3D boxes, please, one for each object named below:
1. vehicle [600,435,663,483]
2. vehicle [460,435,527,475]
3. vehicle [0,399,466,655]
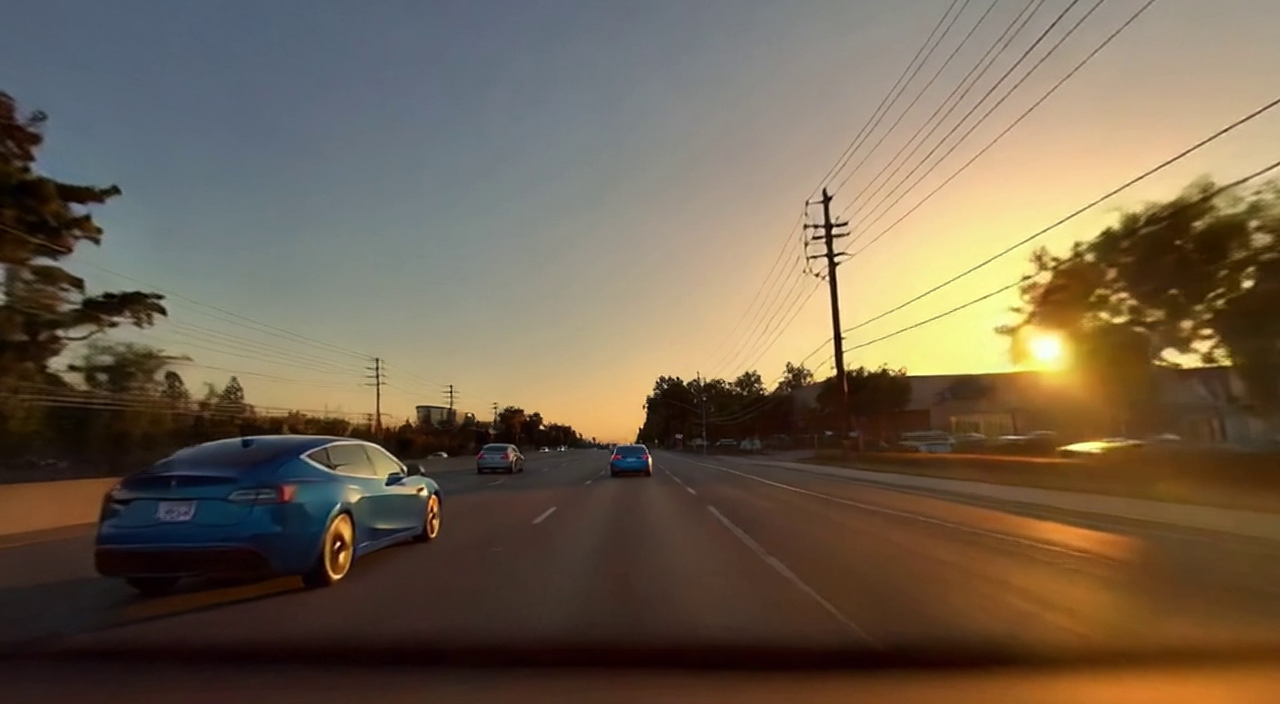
[{"bbox_3d":[-0.312,4.060,24.274,2.189,1.652,4.135,0,-9,0],"label":"vehicle"},{"bbox_3d":[-7.251,5.144,31.769,2.203,1.819,4.547,0,-9,1],"label":"vehicle"},{"bbox_3d":[-3.518,1.476,6.518,1.985,1.607,4.892,0,-9,1],"label":"vehicle"}]
